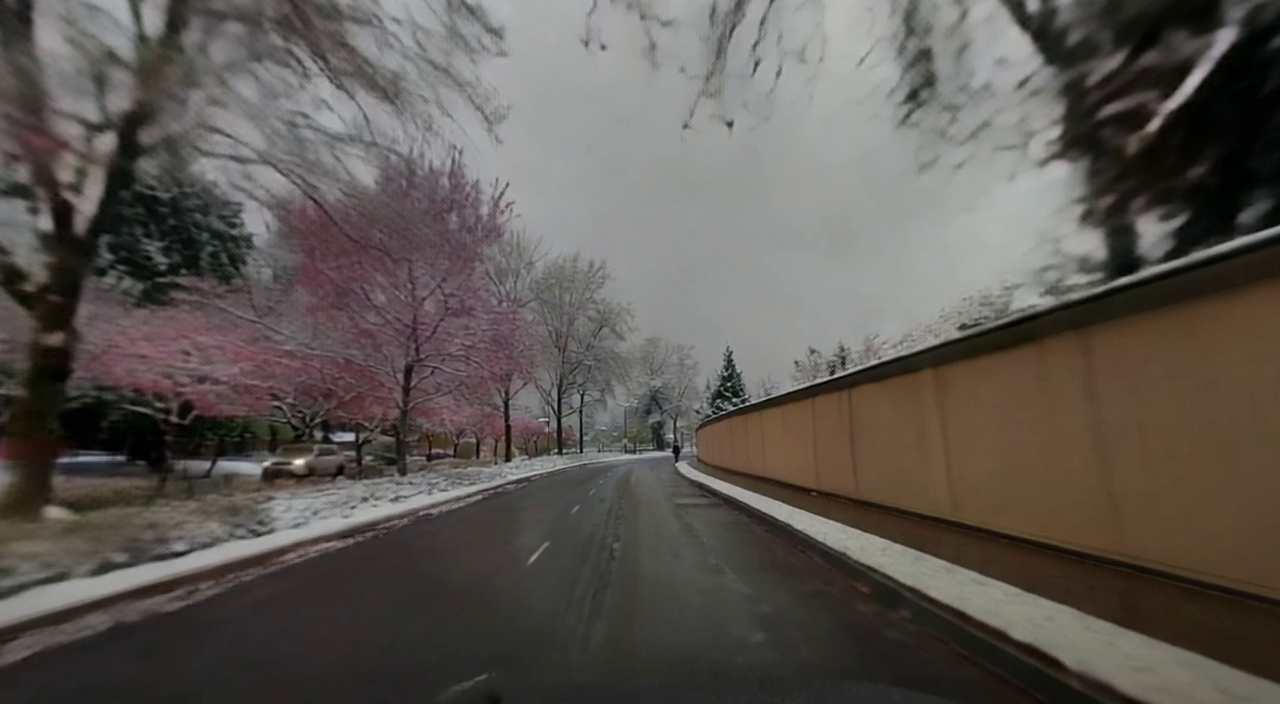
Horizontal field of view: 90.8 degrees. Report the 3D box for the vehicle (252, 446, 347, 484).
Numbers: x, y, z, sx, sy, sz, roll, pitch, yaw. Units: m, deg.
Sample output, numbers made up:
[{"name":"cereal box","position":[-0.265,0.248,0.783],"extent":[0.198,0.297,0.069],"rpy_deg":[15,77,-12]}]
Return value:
[{"name":"vehicle","position":[-17.087,5.656,32.069],"extent":[2.186,1.769,4.869],"rpy_deg":[0,-8,-1]}]
